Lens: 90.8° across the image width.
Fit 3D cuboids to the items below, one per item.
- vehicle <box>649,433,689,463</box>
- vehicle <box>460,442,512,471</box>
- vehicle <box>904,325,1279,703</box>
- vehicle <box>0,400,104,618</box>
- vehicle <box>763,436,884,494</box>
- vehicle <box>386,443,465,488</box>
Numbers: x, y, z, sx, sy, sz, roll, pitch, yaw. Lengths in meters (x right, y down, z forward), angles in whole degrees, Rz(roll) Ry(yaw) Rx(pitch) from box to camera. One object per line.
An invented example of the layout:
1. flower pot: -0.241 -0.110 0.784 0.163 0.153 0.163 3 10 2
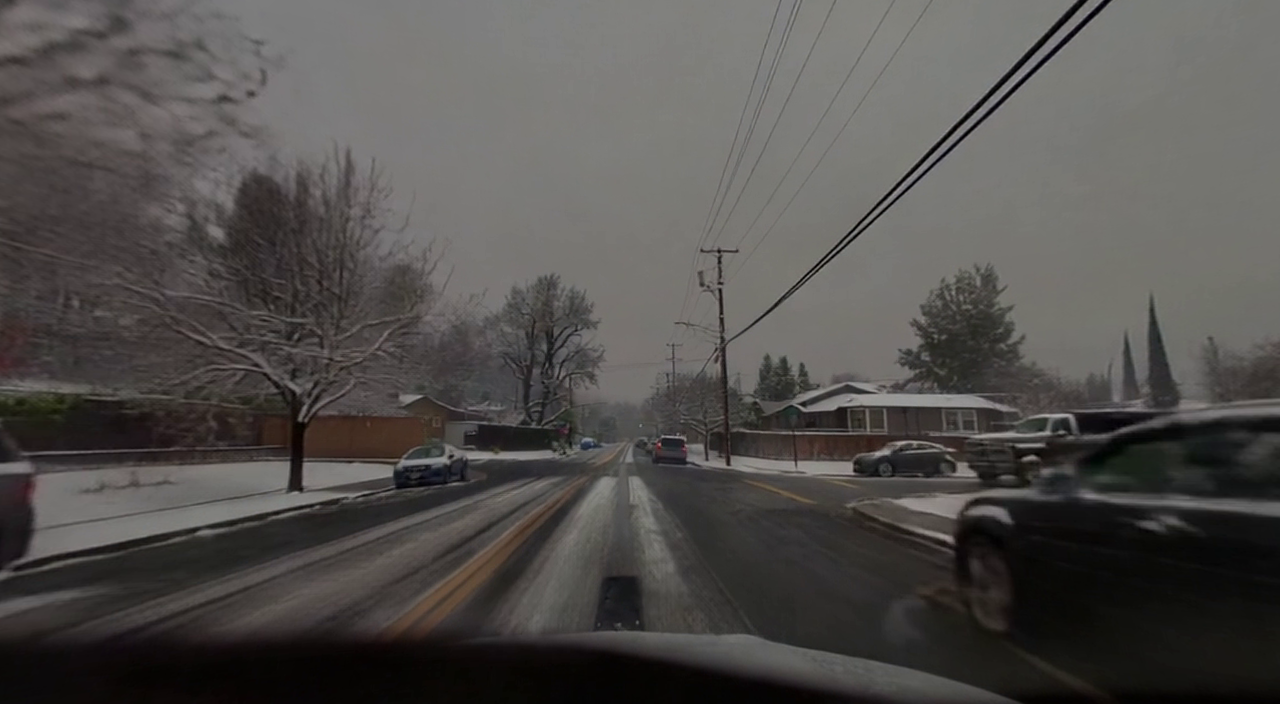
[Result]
1. vehicle: 1.995 6.925 45.613 2.173 1.992 5.891 1 -9 -4
2. vehicle: -8.713 5.821 35.487 2.033 1.477 4.626 4 -9 -23
3. vehicle: 3.481 0.841 2.725 2.178 1.757 5.495 0 -9 -2
4. vehicle: -6.468 1.066 3.635 2.158 1.817 5.230 0 -9 0
5. vehicle: 5.931 3.545 20.177 1.944 1.636 4.140 -8 -12 43
6. vehicle: -7.722 4.091 23.162 1.997 1.456 4.319 1 -9 -9
